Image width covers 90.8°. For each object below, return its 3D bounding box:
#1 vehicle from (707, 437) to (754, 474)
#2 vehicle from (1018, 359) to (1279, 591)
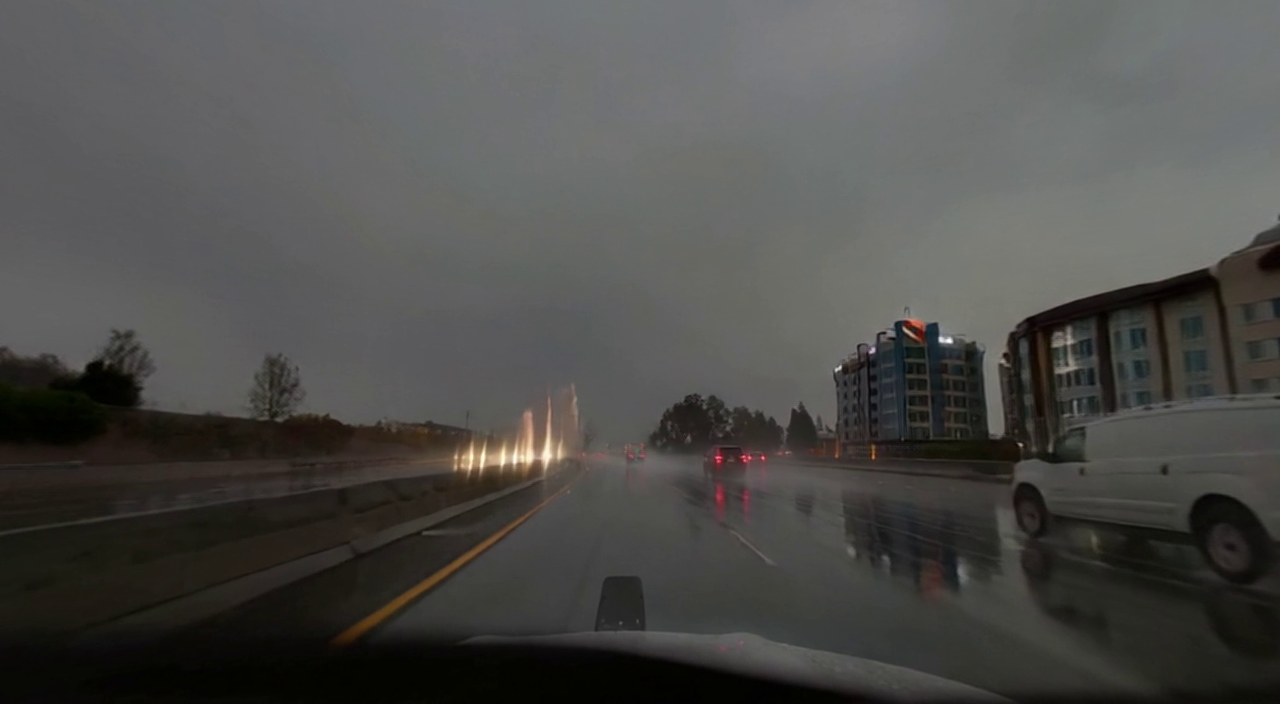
[{"bbox_3d":[5.739,6.649,40.769,2.043,2.154,4.731,0,-9,-3],"label":"vehicle"},{"bbox_3d":[6.536,1.205,6.472,2.181,1.952,4.973,0,-9,0],"label":"vehicle"}]
